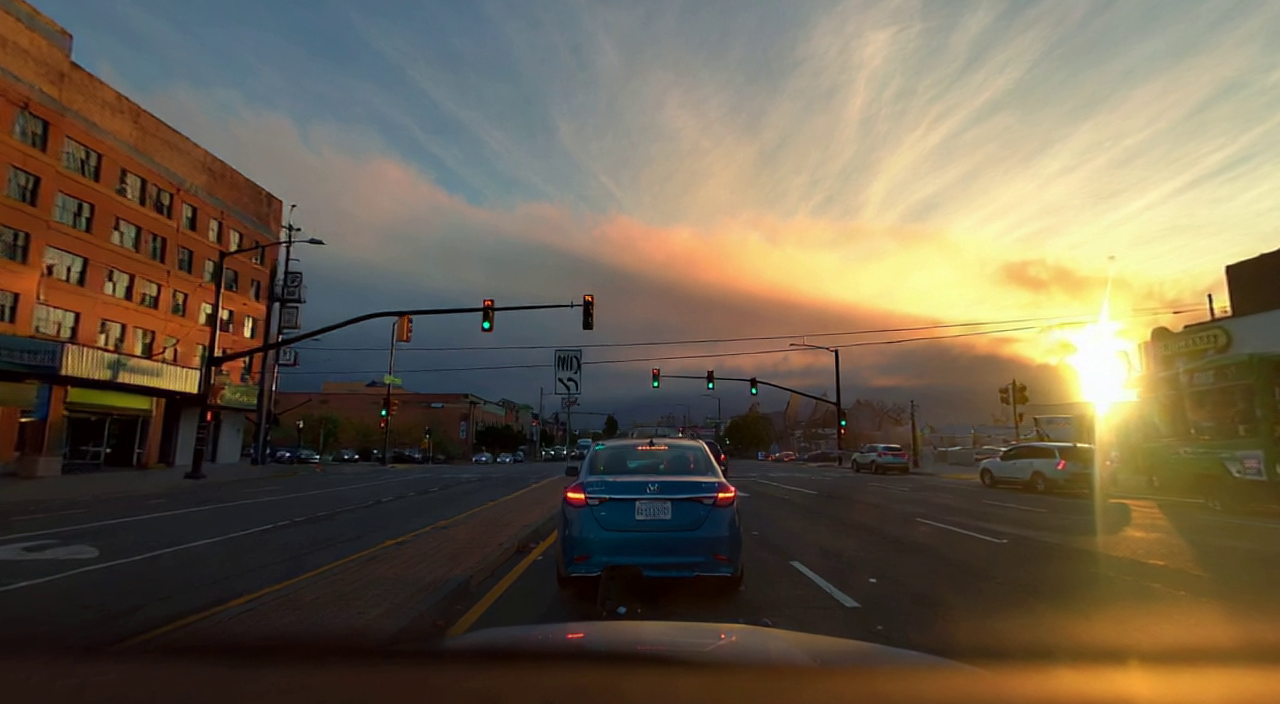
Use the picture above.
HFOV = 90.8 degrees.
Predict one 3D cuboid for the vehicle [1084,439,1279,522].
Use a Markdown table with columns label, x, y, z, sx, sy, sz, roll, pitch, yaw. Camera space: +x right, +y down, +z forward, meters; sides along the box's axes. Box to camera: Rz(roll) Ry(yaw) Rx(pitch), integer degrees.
| label | x | y | z | sx | sy | sz | roll | pitch | yaw |
| --- | --- | --- | --- | --- | --- | --- | --- | --- | --- |
| vehicle | 14.190 | 3.104 | 15.956 | 2.235 | 1.721 | 5.230 | 0 | -9 | 1 |

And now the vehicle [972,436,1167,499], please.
| label | x | y | z | sx | sy | sz | roll | pitch | yaw |
| --- | --- | --- | --- | --- | --- | --- | --- | --- | --- |
| vehicle | 14.069 | 3.815 | 21.359 | 2.309 | 1.819 | 5.793 | 1 | -9 | -3 |

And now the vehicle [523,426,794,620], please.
| label | x | y | z | sx | sy | sz | roll | pitch | yaw |
| --- | --- | --- | --- | --- | --- | --- | --- | --- | --- |
| vehicle | 0.132 | 1.634 | 7.018 | 2.067 | 1.471 | 4.241 | 0 | -9 | 0 |
